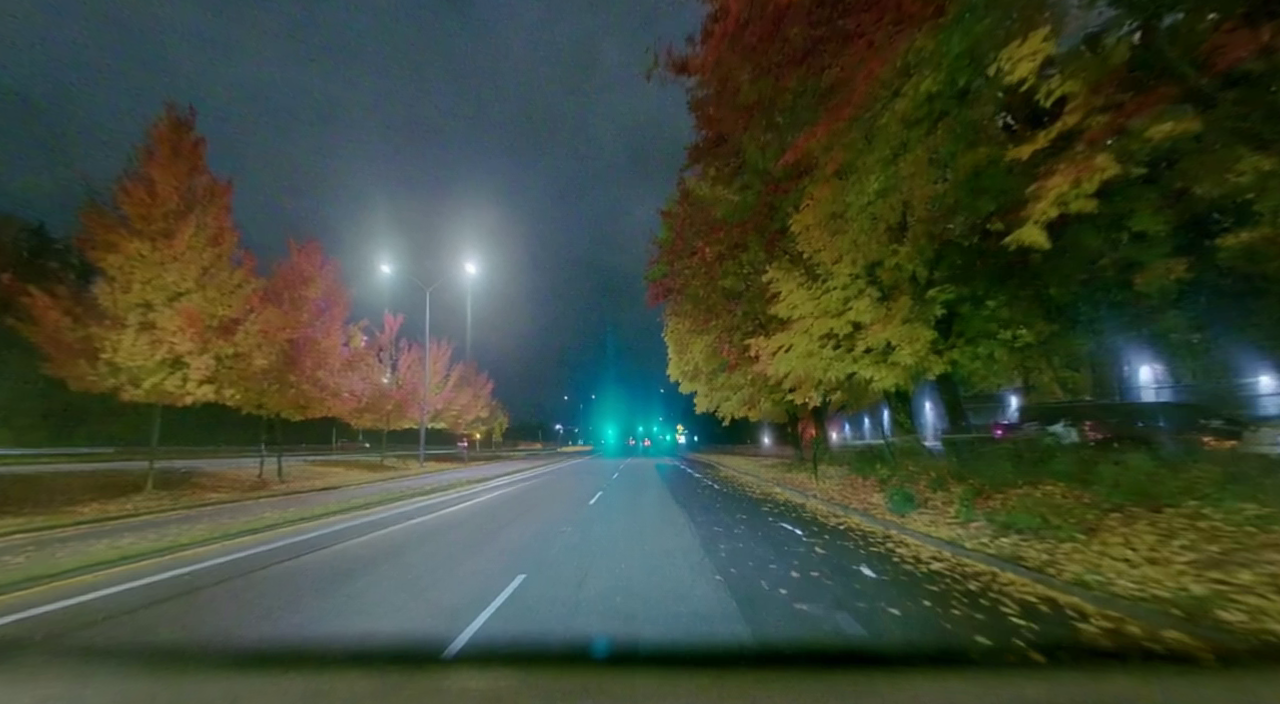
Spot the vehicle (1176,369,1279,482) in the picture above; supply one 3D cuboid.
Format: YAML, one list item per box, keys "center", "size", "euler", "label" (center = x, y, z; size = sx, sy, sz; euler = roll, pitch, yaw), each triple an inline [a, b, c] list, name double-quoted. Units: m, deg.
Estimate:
- center: [11.123, 1.111, 9.285]
  size: [4.428, 1.562, 2.133]
  euler: [0, -8, 0]
  label: "vehicle"

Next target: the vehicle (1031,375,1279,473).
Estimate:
- center: [11.919, 1.638, 14.227]
  size: [4.625, 1.797, 2.092]
  euler: [-4, -8, 0]
  label: "vehicle"
